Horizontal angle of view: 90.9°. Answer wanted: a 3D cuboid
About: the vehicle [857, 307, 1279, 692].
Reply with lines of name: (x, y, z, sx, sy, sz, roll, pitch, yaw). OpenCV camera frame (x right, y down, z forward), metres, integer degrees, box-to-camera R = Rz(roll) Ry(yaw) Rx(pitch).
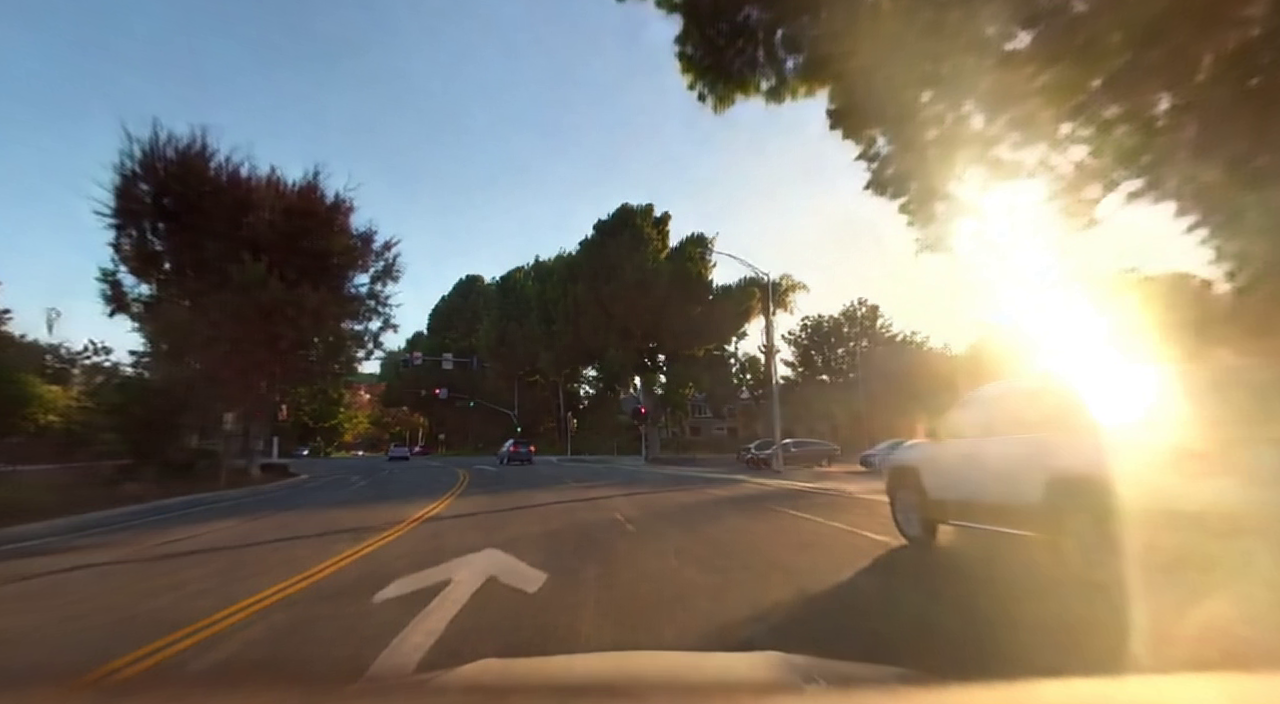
vehicle: (4.429, 1.183, 6.200, 2.338, 2.063, 5.592, 0, -8, -3)

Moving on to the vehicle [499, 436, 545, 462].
vehicle: (-8.238, 6.719, 43.746, 2.138, 1.729, 4.178, 4, -9, -25)

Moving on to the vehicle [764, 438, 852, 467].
vehicle: (9.267, 5.553, 34.925, 4.169, 1.527, 2.053, 2, -9, -14)
